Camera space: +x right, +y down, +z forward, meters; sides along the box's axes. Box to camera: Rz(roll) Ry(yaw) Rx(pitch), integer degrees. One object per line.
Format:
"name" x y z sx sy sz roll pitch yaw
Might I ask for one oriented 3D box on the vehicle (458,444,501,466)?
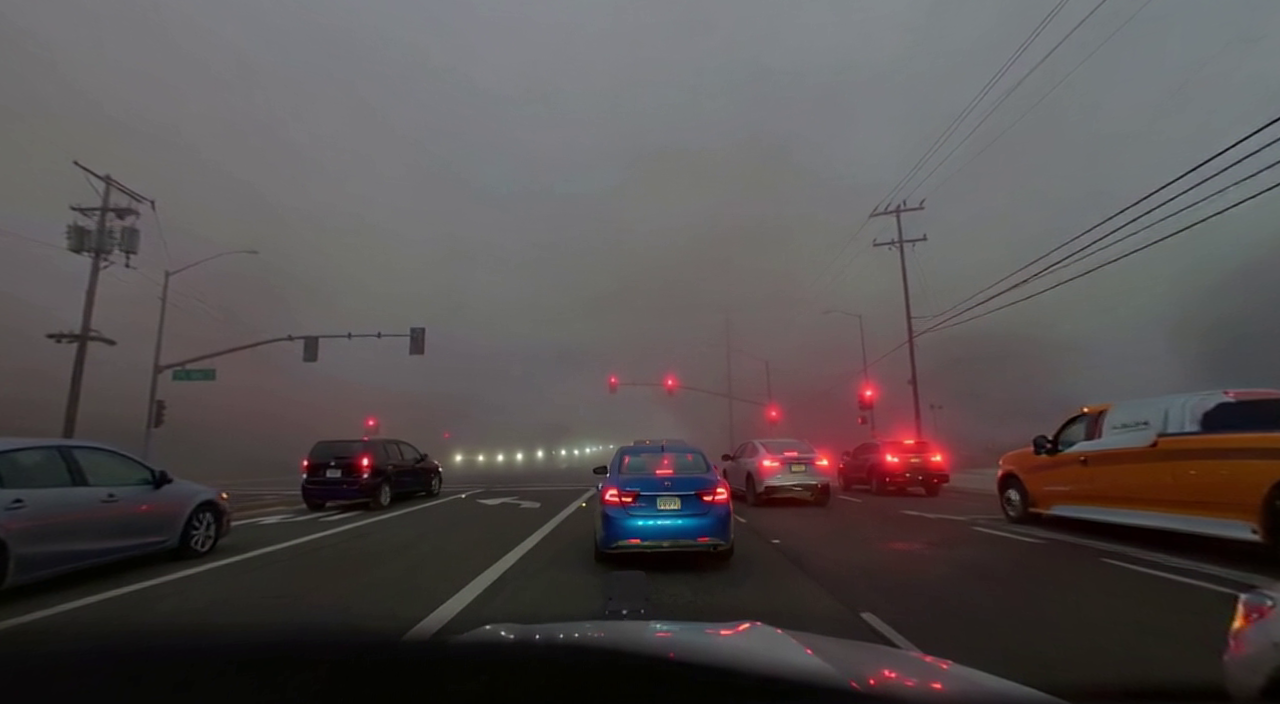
"vehicle" -12.384 7.971 48.940 2.031 1.578 4.297 -1 -8 2

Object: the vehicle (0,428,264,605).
"vehicle" -6.409 1.594 6.649 1.955 1.497 4.639 -1 -8 1

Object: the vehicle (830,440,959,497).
"vehicle" 7.263 3.334 18.572 1.867 1.459 4.436 0 -8 -1

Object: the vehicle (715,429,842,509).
"vehicle" 3.234 2.831 15.770 2.042 1.676 4.364 0 -8 -2

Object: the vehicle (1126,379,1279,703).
"vehicle" 3.067 0.639 0.636 1.870 1.523 4.096 -1 -8 0

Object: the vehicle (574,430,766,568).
"vehicle" 0.318 1.910 8.977 2.109 1.483 3.964 0 -8 0

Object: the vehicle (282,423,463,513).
"vehicle" -6.252 2.764 15.621 2.070 1.824 5.196 -1 -8 2
